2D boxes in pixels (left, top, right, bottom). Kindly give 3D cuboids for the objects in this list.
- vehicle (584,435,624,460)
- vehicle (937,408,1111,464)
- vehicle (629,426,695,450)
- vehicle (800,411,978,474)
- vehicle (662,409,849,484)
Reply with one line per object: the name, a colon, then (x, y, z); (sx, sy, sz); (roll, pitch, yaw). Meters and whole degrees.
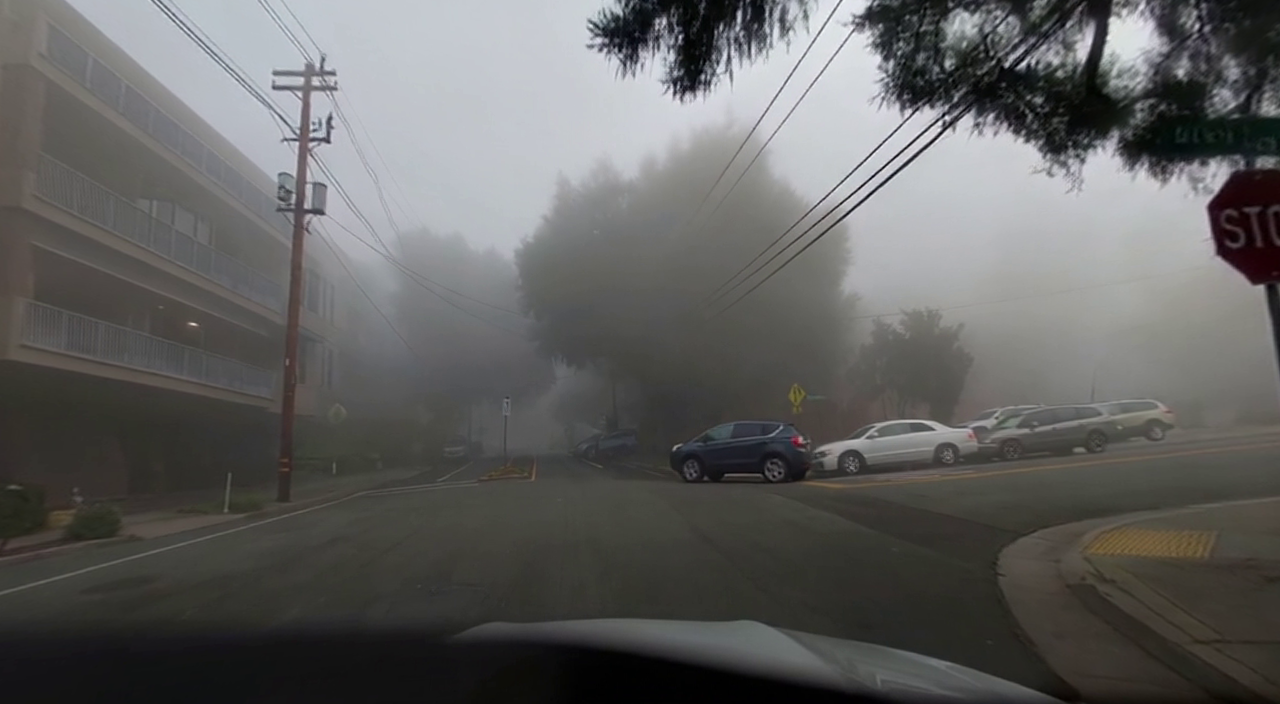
vehicle: (-2.300, 5.933, 39.393); (1.918, 1.475, 4.060); (2, -9, -12)
vehicle: (12.893, 2.851, 21.326); (4.830, 1.490, 1.878); (-2, -11, -11)
vehicle: (1.562, 6.282, 45.920); (4.424, 1.645, 1.820); (2, -9, -13)
vehicle: (7.907, 2.917, 20.294); (4.877, 1.755, 1.918); (0, -11, -10)
vehicle: (3.249, 2.648, 17.761); (4.790, 1.872, 2.155); (-4, -9, 22)
